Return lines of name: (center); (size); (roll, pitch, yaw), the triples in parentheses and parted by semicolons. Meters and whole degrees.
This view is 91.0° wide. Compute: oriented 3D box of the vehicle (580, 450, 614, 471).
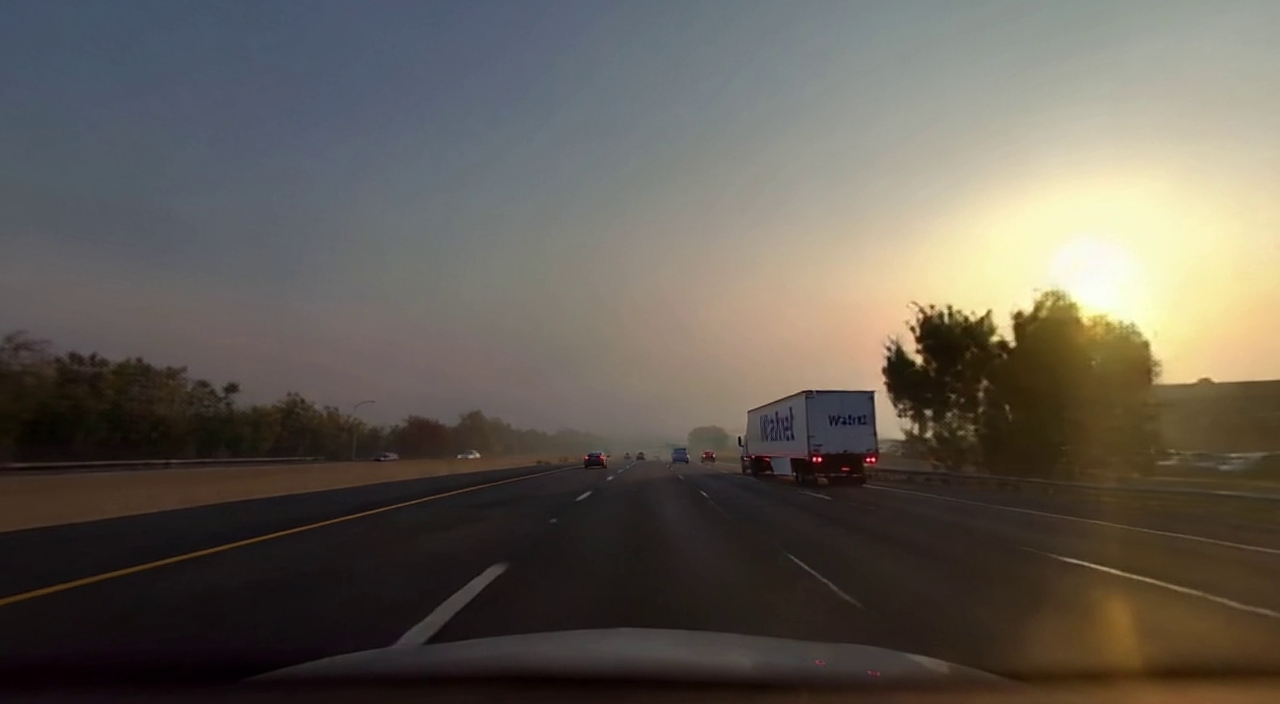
vehicle: (-3.190, 8.139, 47.515); (2.164, 1.507, 4.748); (0, -9, 1)

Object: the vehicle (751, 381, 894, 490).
vehicle: (8.334, 4.338, 31.832); (2.912, 4.143, 15.538); (0, -9, 1)
